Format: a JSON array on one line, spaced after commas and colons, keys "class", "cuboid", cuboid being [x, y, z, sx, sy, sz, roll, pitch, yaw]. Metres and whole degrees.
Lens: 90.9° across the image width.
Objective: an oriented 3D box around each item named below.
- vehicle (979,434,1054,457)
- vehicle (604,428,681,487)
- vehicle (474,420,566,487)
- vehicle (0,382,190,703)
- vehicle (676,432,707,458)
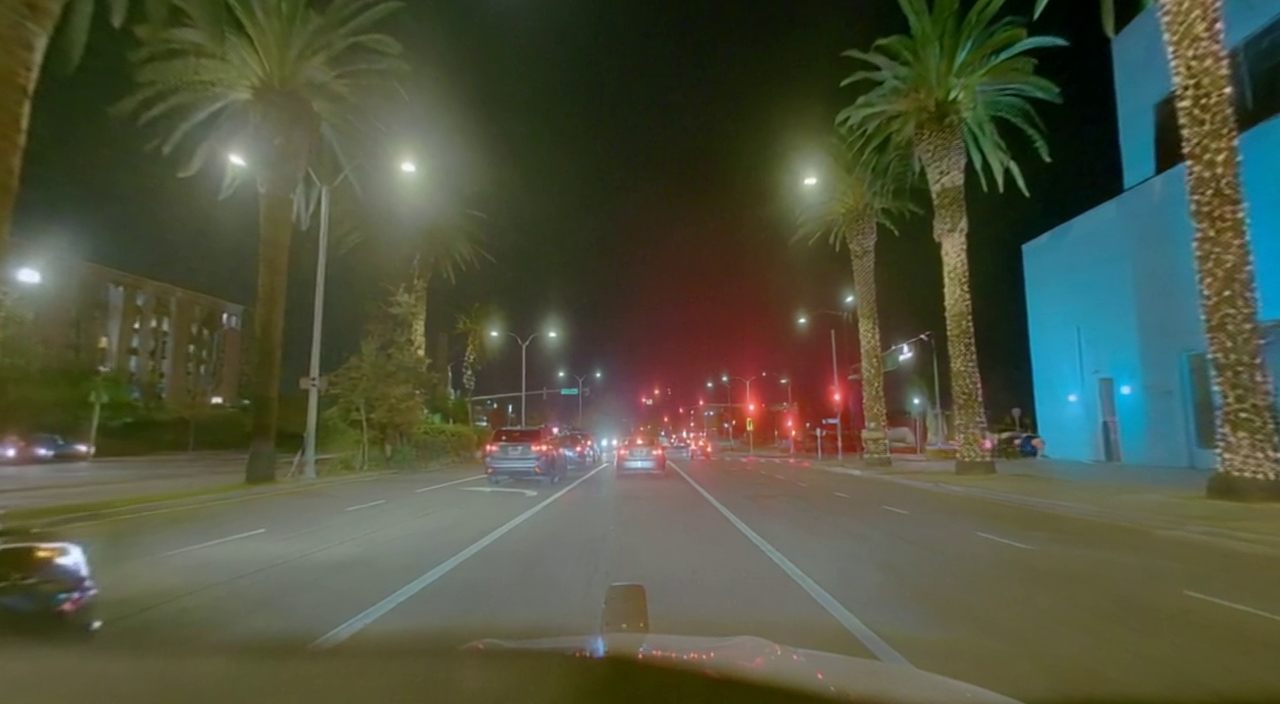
[{"class": "vehicle", "cuboid": [25.570, 6.369, 42.837, 3.914, 1.427, 1.779, -1, -8, -1]}, {"class": "vehicle", "cuboid": [0.062, 3.197, 19.400, 2.114, 1.585, 4.285, 0, -8, 0]}, {"class": "vehicle", "cuboid": [-3.394, 2.995, 18.742, 1.914, 1.741, 4.398, 0, -8, -1]}, {"class": "vehicle", "cuboid": [-3.587, 0.706, 1.315, 1.875, 1.526, 4.542, 0, -8, 1]}, {"class": "vehicle", "cuboid": [3.844, 7.044, 47.684, 1.992, 1.834, 4.572, 0, -8, 0]}]
